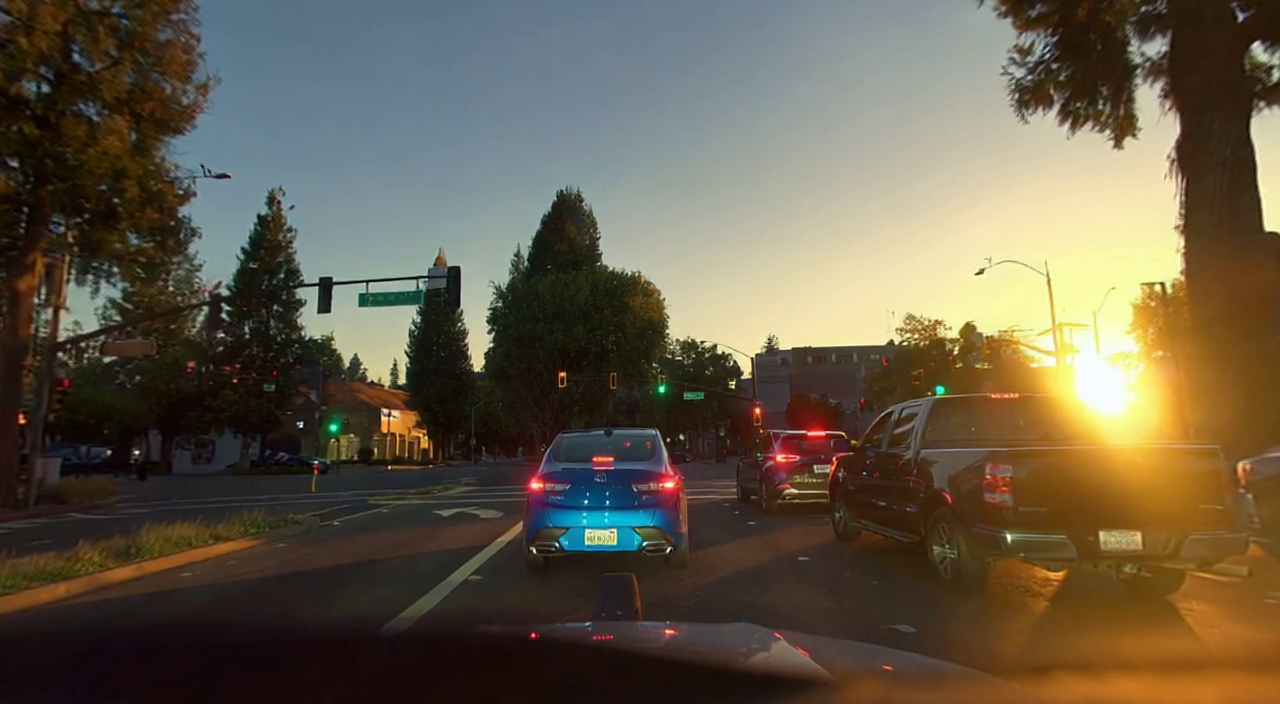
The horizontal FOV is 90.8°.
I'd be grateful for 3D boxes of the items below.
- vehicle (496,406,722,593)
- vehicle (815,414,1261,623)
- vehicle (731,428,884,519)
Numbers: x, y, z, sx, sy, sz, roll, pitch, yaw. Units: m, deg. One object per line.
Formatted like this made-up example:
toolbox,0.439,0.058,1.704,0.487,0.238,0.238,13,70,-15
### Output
vehicle,-0.278,1.615,7.637,2.037,1.674,3.693,0,-9,0
vehicle,3.639,1.592,7.096,1.955,1.550,4.587,0,-9,-1
vehicle,3.376,2.533,13.692,2.031,1.626,4.264,0,-9,-1
